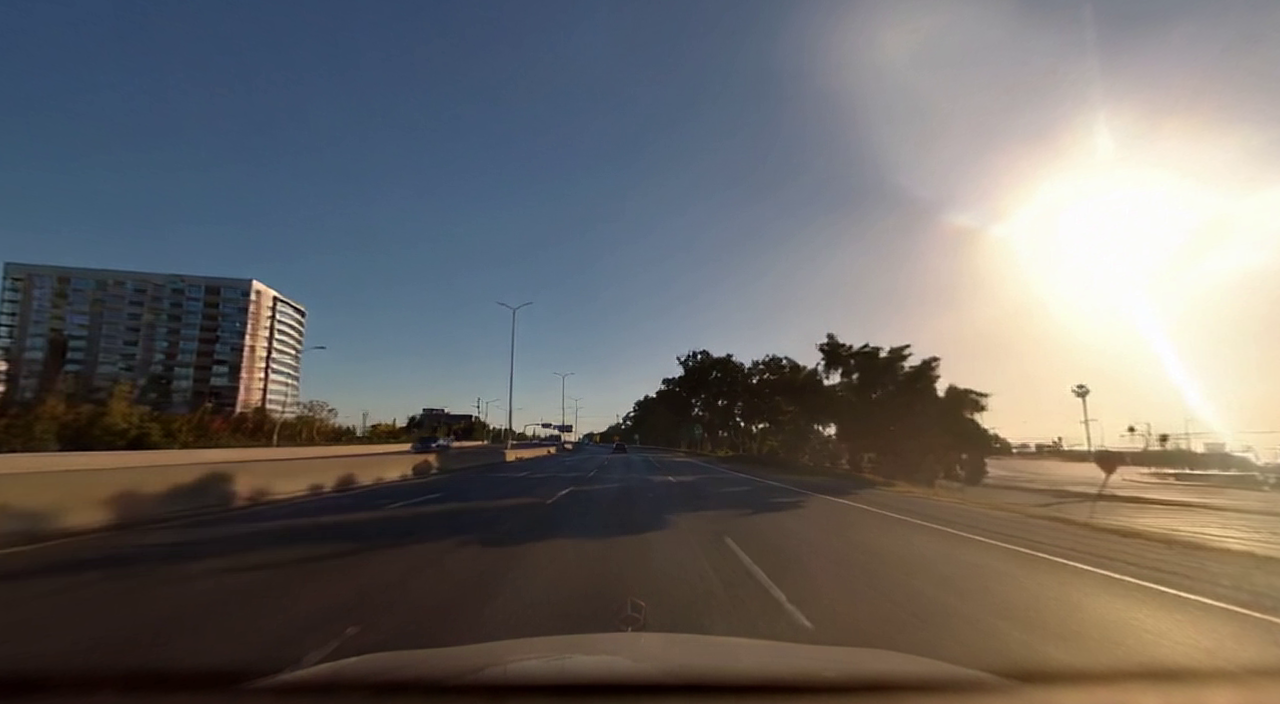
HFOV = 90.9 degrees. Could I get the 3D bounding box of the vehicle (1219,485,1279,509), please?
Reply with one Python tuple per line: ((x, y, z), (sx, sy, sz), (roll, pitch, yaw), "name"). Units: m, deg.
((45.446, 10.714, 46.712), (4.599, 1.530, 2.012), (6, -11, -25), "vehicle")
